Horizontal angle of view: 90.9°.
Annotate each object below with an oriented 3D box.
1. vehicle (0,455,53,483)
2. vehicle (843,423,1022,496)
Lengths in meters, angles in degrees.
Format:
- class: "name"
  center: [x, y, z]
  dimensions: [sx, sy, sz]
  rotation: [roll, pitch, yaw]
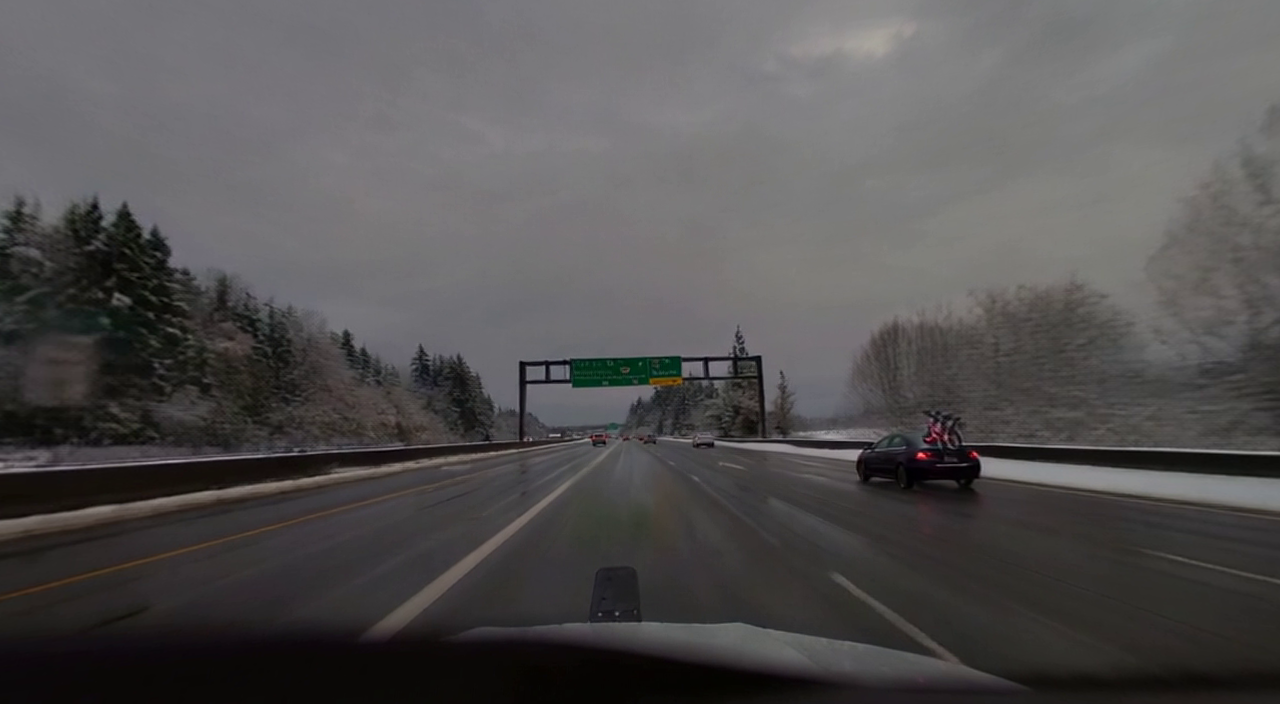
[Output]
- class: "vehicle"
  center: [-38.017, 7.022, 37.938]
  dimensions: [1.739, 1.457, 4.072]
  rotation: [1, -8, -7]
- class: "vehicle"
  center: [6.899, 2.569, 15.588]
  dimensions: [2.034, 1.511, 4.785]
  rotation: [0, -8, -1]
